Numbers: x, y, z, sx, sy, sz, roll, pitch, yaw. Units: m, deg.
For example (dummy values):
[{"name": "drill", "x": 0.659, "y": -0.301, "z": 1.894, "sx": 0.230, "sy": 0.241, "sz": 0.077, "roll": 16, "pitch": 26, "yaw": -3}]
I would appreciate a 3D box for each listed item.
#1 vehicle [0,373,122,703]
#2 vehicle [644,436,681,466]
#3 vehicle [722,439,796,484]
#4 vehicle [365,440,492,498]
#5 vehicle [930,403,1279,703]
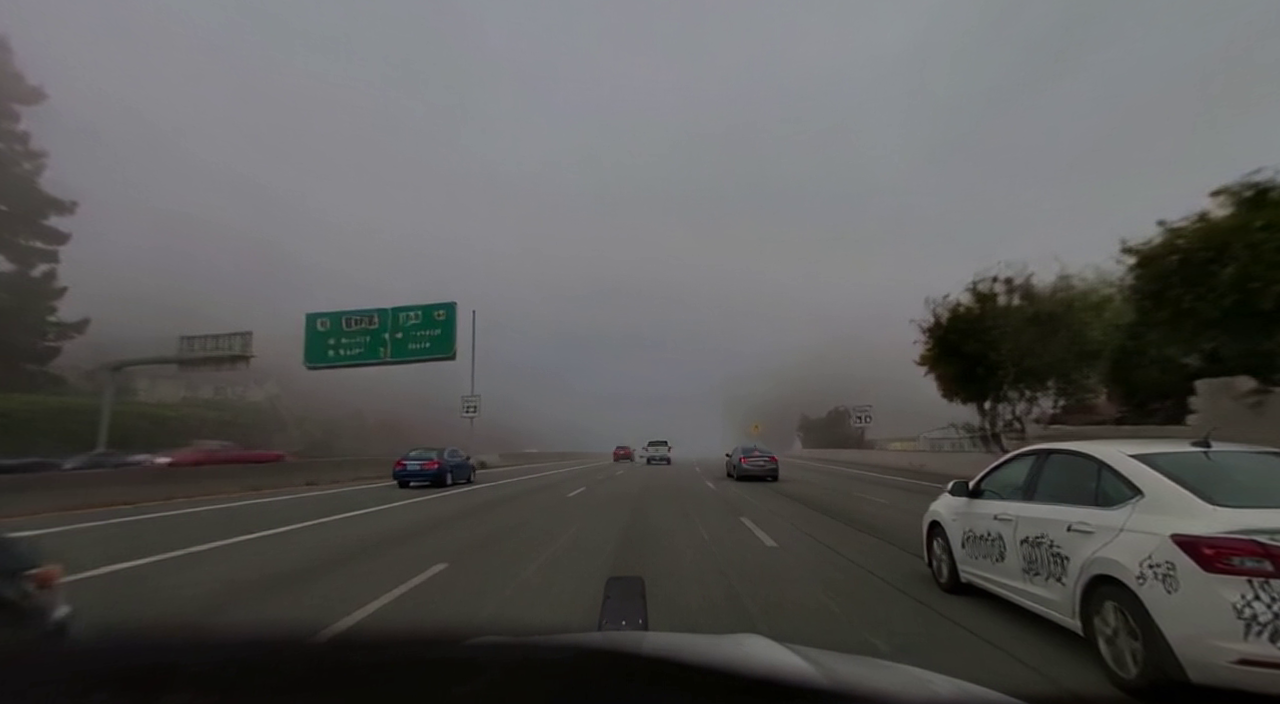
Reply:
[{"name": "vehicle", "x": -3.575, "y": 0.638, "z": 0.813, "sx": 2.136, "sy": 1.571, "sz": 4.285, "roll": 0, "pitch": -8, "yaw": 0}, {"name": "vehicle", "x": 1.393, "y": 6.193, "z": 39.683, "sx": 2.183, "sy": 1.764, "sz": 4.134, "roll": 0, "pitch": -8, "yaw": 2}, {"name": "vehicle", "x": 4.100, "y": 3.843, "z": 22.385, "sx": 1.854, "sy": 1.438, "sz": 3.954, "roll": 0, "pitch": -8, "yaw": 0}, {"name": "vehicle", "x": -6.088, "y": 3.390, "z": 18.820, "sx": 2.050, "sy": 1.507, "sz": 4.375, "roll": 0, "pitch": -8, "yaw": 3}, {"name": "vehicle", "x": 3.730, "y": 1.146, "z": 3.859, "sx": 1.912, "sy": 1.509, "sz": 4.291, "roll": 0, "pitch": -8, "yaw": 1}]
